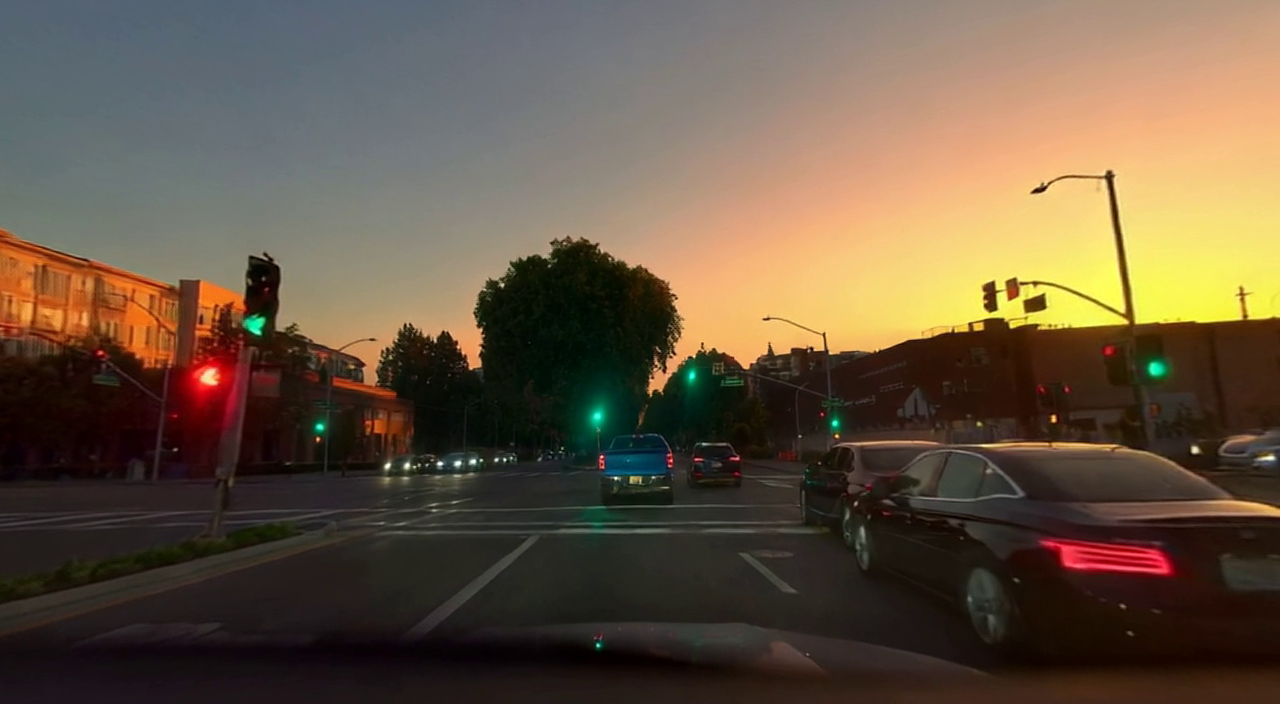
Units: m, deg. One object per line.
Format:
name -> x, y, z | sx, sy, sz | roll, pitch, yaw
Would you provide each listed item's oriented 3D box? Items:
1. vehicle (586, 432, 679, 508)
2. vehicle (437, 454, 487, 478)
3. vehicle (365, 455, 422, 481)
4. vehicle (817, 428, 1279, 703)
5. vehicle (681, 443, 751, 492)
vehicle -> -0.238, 3.317, 18.282 | 2.344, 1.883, 4.572 | 0, -8, -1
vehicle -> -11.708, 7.513, 41.884 | 1.989, 1.459, 4.667 | 0, -8, 0
vehicle -> -15.789, 7.423, 40.695 | 1.915, 1.491, 4.347 | 0, -8, 0
vehicle -> 3.196, 1.437, 5.338 | 2.057, 1.463, 4.365 | 0, -8, -1
vehicle -> 2.904, 4.497, 25.117 | 2.013, 1.742, 4.424 | 0, -8, -2
